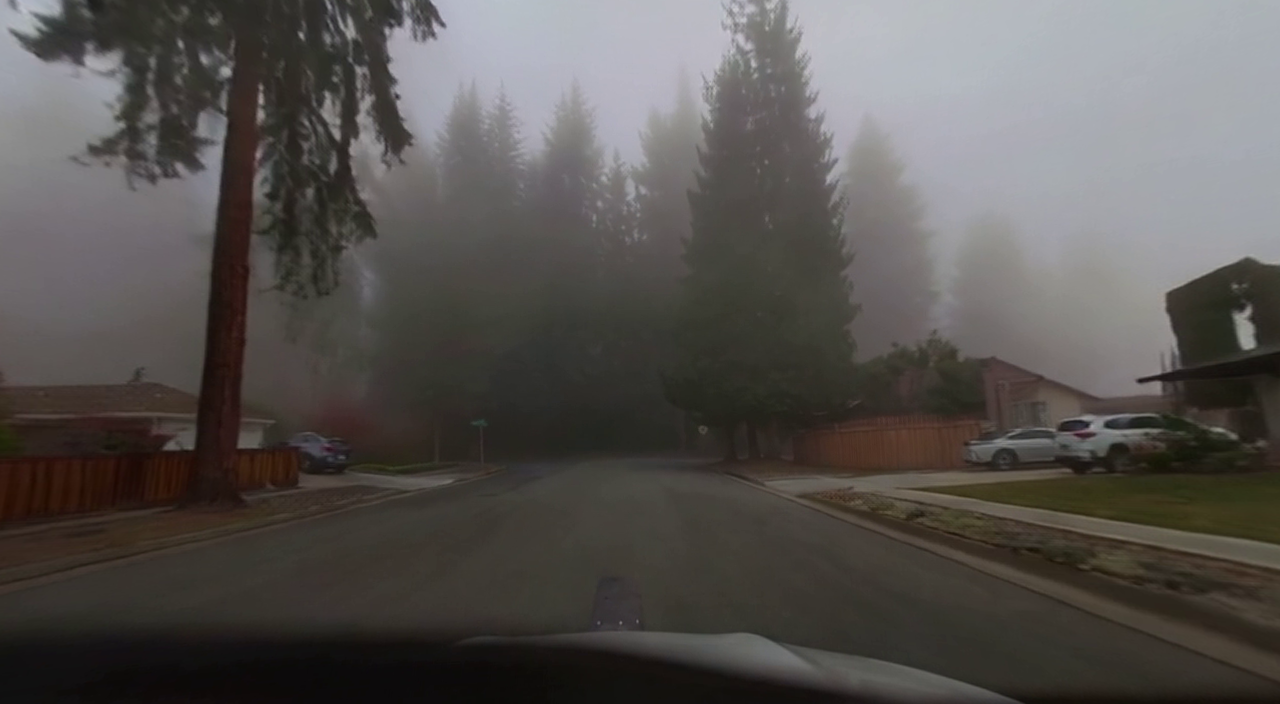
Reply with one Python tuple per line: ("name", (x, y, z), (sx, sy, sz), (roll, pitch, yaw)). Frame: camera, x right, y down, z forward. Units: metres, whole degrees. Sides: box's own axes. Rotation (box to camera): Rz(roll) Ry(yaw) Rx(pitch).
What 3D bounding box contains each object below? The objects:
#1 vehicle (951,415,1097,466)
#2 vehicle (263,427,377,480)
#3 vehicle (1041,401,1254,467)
("vehicle", (13.089, 3.066, 21.806), (3.780, 1.601, 2.025), (-2, -9, 13))
("vehicle", (-12.521, 3.929, 24.627), (4.656, 1.835, 2.039), (-6, -11, 37))
("vehicle", (14.391, 2.390, 18.266), (4.261, 1.725, 1.955), (-3, -9, 19))
